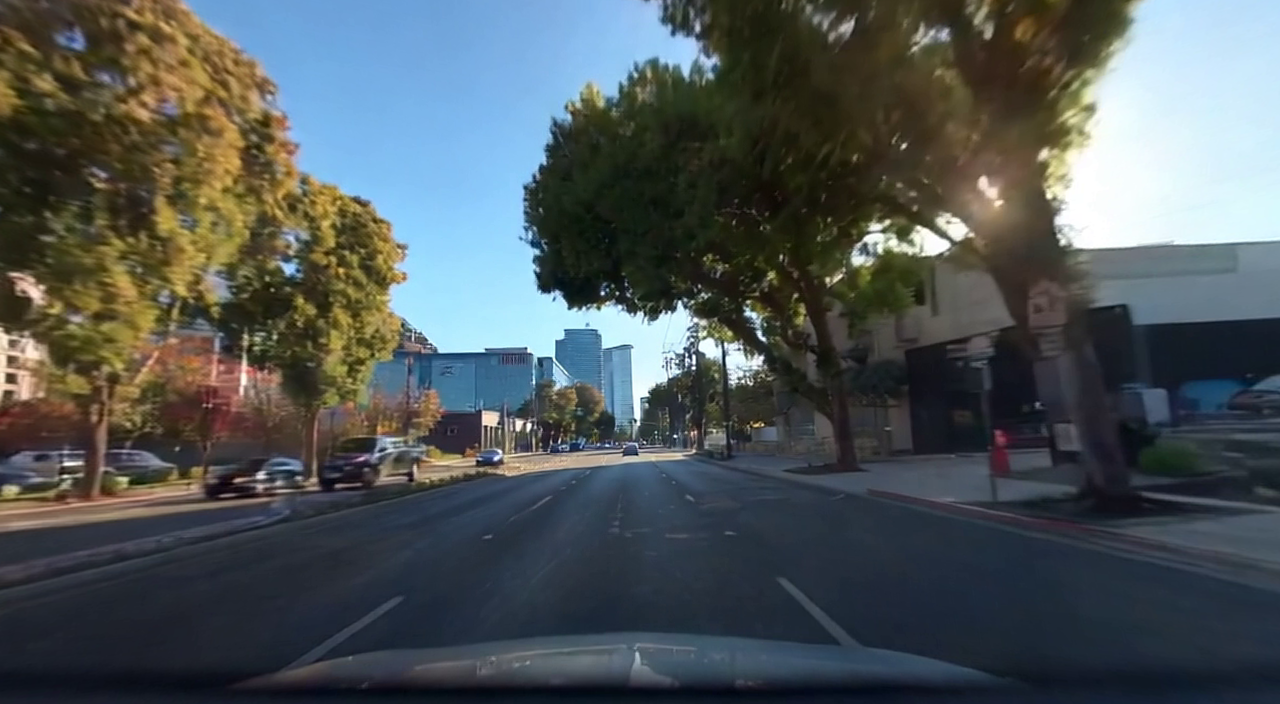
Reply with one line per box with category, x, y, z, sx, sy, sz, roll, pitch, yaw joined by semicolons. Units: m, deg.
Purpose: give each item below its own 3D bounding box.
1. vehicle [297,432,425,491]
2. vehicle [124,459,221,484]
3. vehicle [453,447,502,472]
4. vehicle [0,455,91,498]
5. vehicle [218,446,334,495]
vehicle;-10.456;4.159;24.349;2.197;1.961;5.695;0;-9;1
vehicle;-29.226;7.474;39.569;4.489;1.442;1.956;0;-8;-1
vehicle;-10.264;6.830;40.340;1.878;1.465;4.360;0;-9;1
vehicle;-27.181;5.431;27.616;1.849;1.724;4.516;-3;-9;9
vehicle;-13.756;4.455;24.217;1.918;1.679;4.213;0;-9;0
